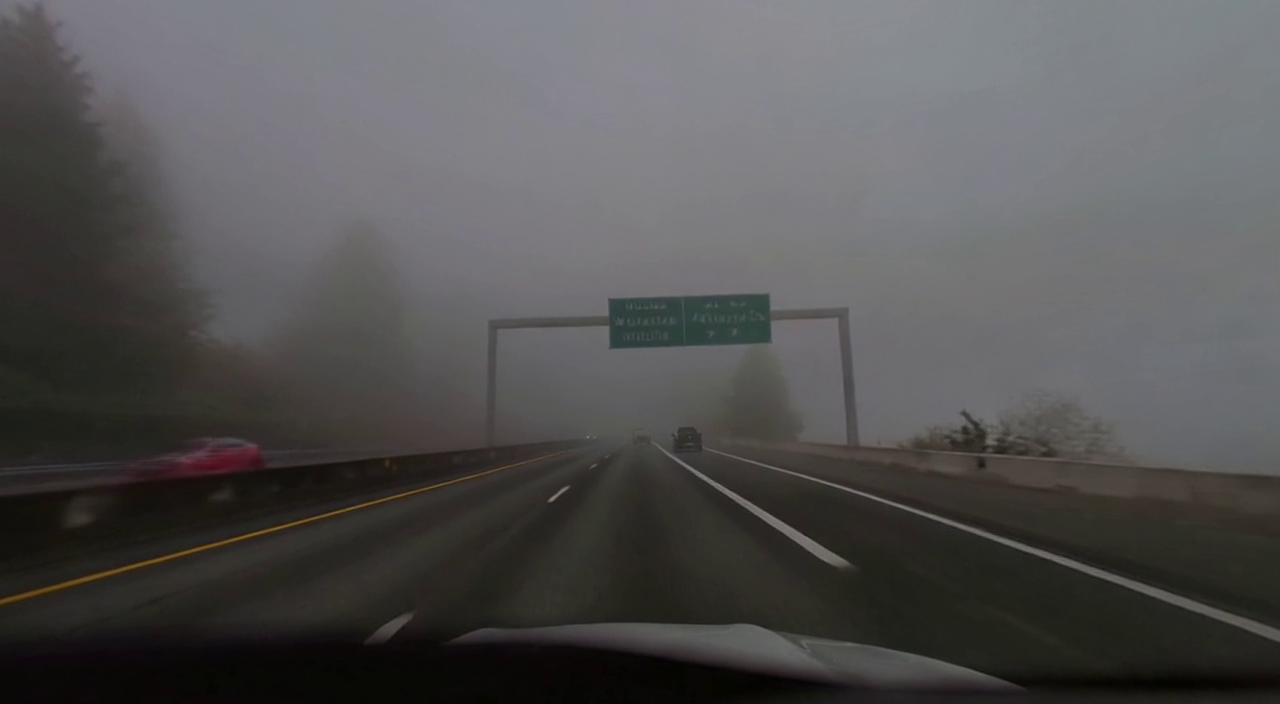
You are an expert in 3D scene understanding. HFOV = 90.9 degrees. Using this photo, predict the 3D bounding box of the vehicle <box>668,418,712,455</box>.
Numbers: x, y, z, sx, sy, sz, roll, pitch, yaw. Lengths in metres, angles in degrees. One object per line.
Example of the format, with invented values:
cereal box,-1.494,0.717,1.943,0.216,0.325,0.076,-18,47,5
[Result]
vehicle,3.271,5.701,42.487,2.450,2.314,4.753,0,-8,-1
